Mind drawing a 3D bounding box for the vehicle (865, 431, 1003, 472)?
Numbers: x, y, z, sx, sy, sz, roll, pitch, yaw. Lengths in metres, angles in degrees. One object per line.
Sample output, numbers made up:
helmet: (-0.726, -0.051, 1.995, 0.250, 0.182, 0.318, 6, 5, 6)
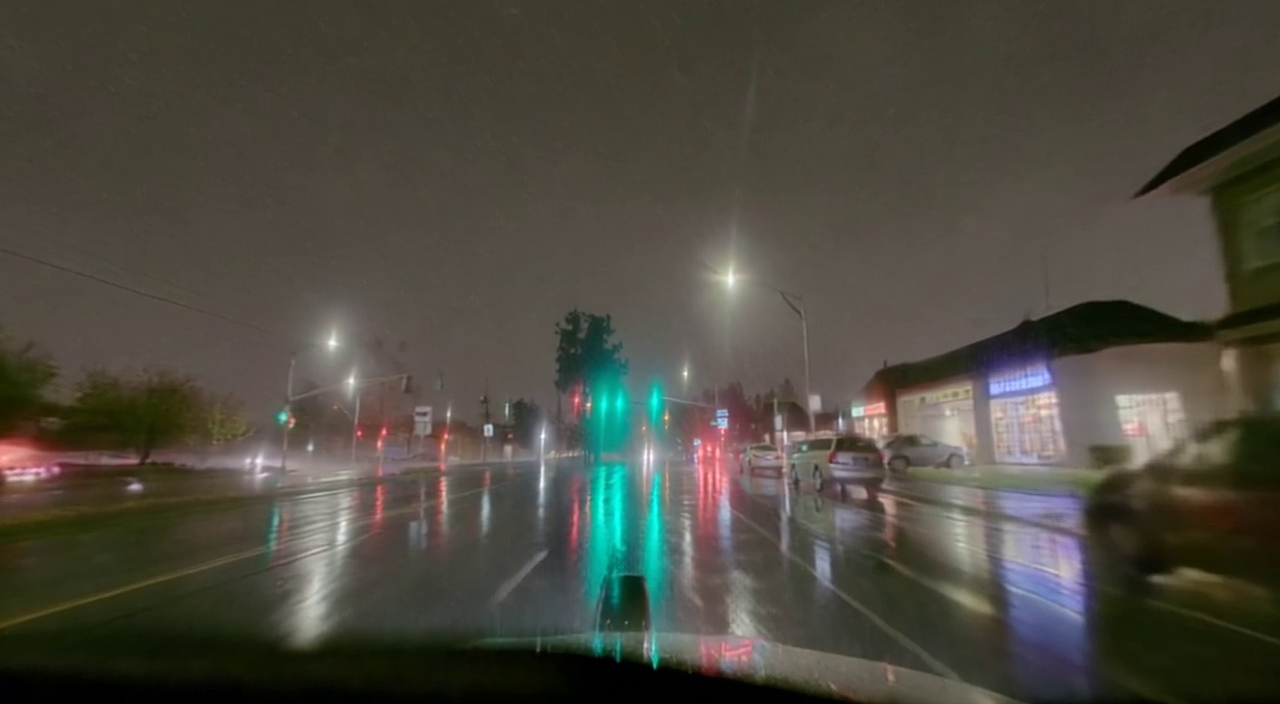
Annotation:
vehicle: (11.648, 3.971, 25.206, 4.532, 1.528, 1.929, 0, -8, 2)

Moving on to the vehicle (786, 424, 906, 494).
vehicle: (5.990, 3.204, 19.065, 1.931, 1.814, 4.870, 0, -9, 0)

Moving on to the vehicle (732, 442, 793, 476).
vehicle: (6.089, 5.374, 31.878, 2.057, 1.541, 4.735, 0, -9, -1)

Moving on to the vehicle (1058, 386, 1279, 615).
vehicle: (5.802, 1.081, 4.542, 1.965, 1.705, 5.114, 0, -9, -1)
